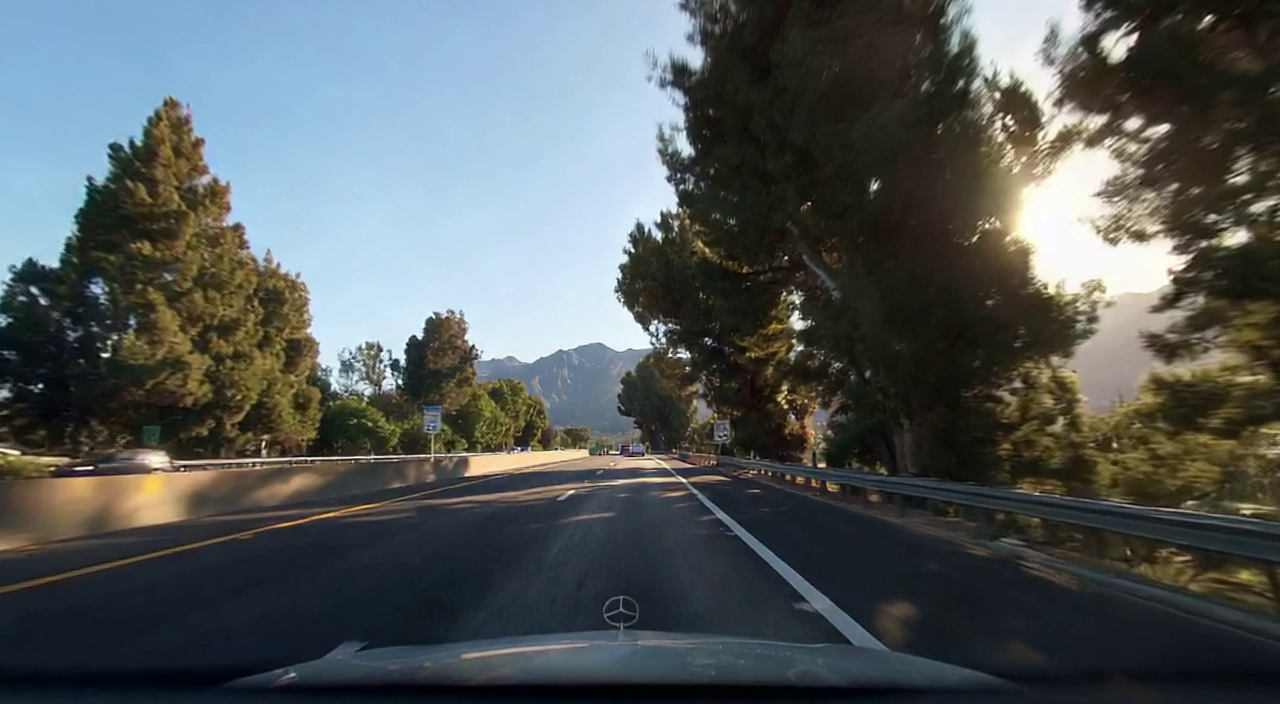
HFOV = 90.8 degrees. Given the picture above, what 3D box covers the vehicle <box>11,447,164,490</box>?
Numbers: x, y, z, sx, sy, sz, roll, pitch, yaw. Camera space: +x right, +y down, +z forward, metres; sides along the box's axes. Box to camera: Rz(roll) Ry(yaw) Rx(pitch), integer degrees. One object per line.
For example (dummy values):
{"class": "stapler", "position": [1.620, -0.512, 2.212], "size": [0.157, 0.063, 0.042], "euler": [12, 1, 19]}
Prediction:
{"class": "vehicle", "position": [-21.097, 4.444, 24.448], "size": [1.815, 1.478, 4.537], "euler": [0, -9, 0]}
